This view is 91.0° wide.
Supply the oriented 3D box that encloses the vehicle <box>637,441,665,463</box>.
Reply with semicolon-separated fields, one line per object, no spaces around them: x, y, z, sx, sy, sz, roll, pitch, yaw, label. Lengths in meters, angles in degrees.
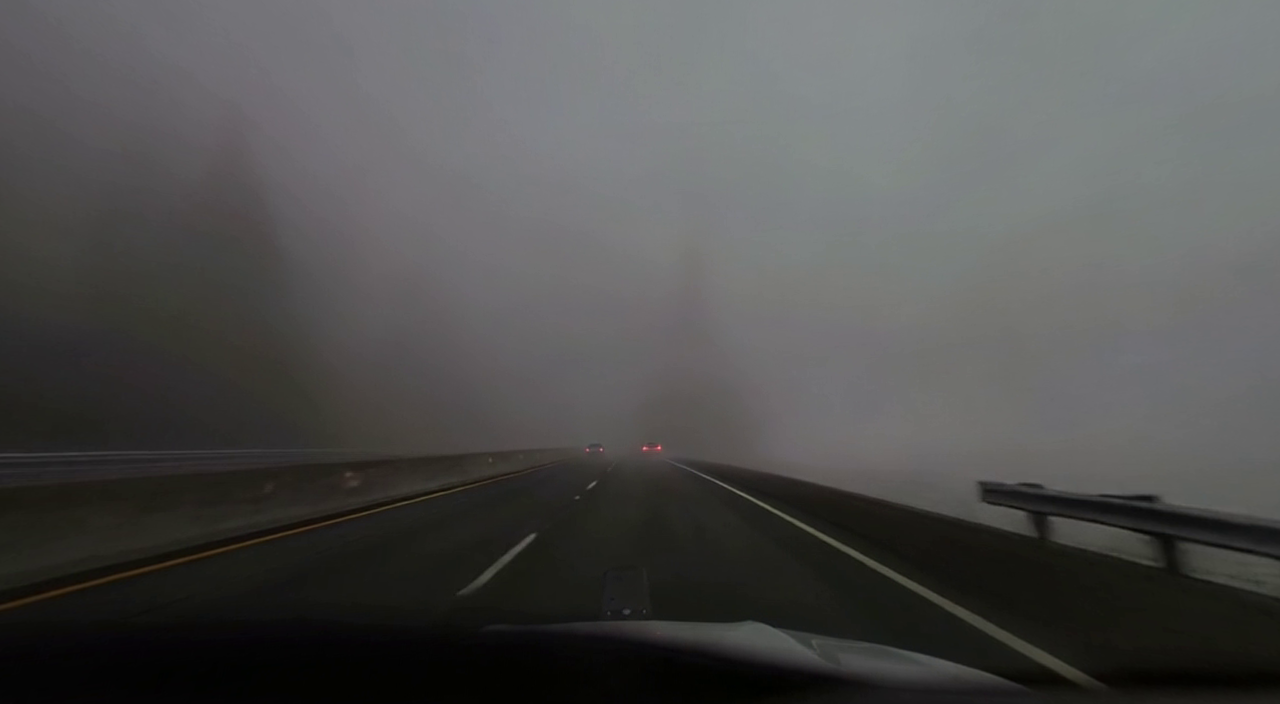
0.758;7.283;46.104;1.966;1.542;3.979;0;-8;0;vehicle
